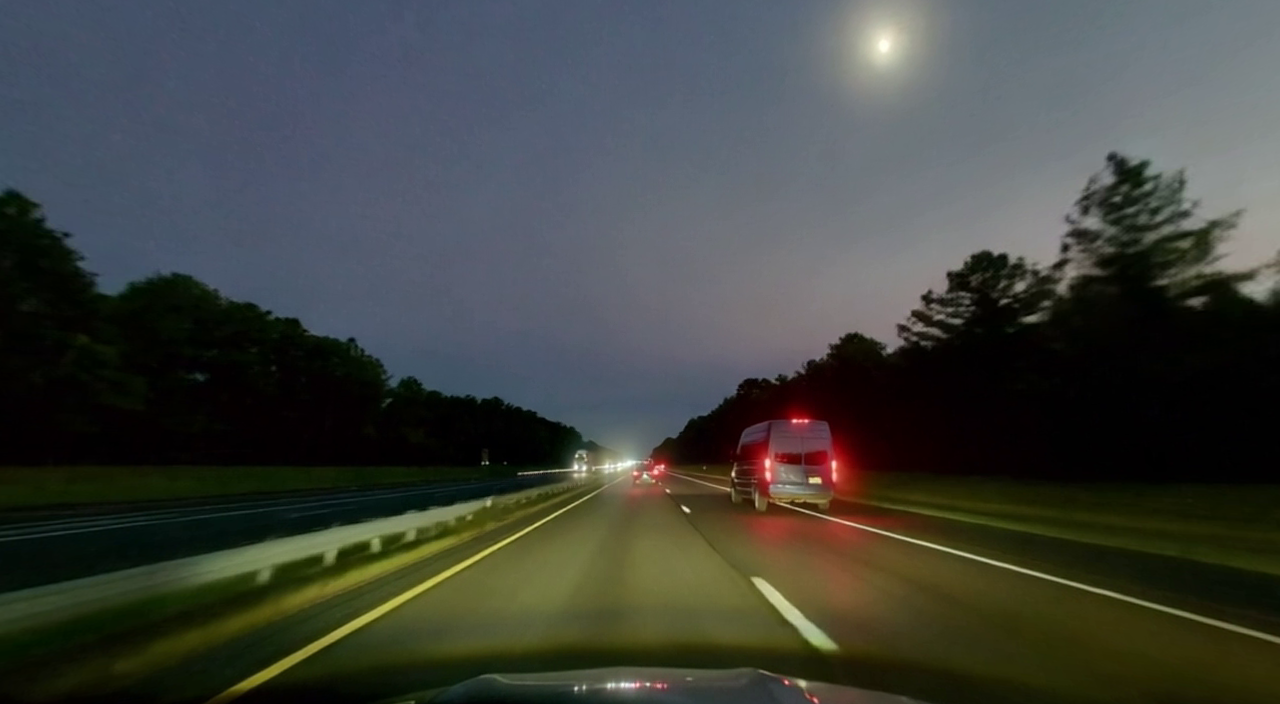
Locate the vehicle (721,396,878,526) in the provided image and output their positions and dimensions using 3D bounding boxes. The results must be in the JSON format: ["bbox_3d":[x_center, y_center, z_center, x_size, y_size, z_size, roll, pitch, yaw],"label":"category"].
[{"bbox_3d":[4.147,3.173,18.189,2.563,2.975,6.941,1,-11,-1],"label":"vehicle"}]

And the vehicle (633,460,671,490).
[{"bbox_3d":[0.725,7.559,38.839,2.212,1.717,4.452,1,-10,1],"label":"vehicle"}]
